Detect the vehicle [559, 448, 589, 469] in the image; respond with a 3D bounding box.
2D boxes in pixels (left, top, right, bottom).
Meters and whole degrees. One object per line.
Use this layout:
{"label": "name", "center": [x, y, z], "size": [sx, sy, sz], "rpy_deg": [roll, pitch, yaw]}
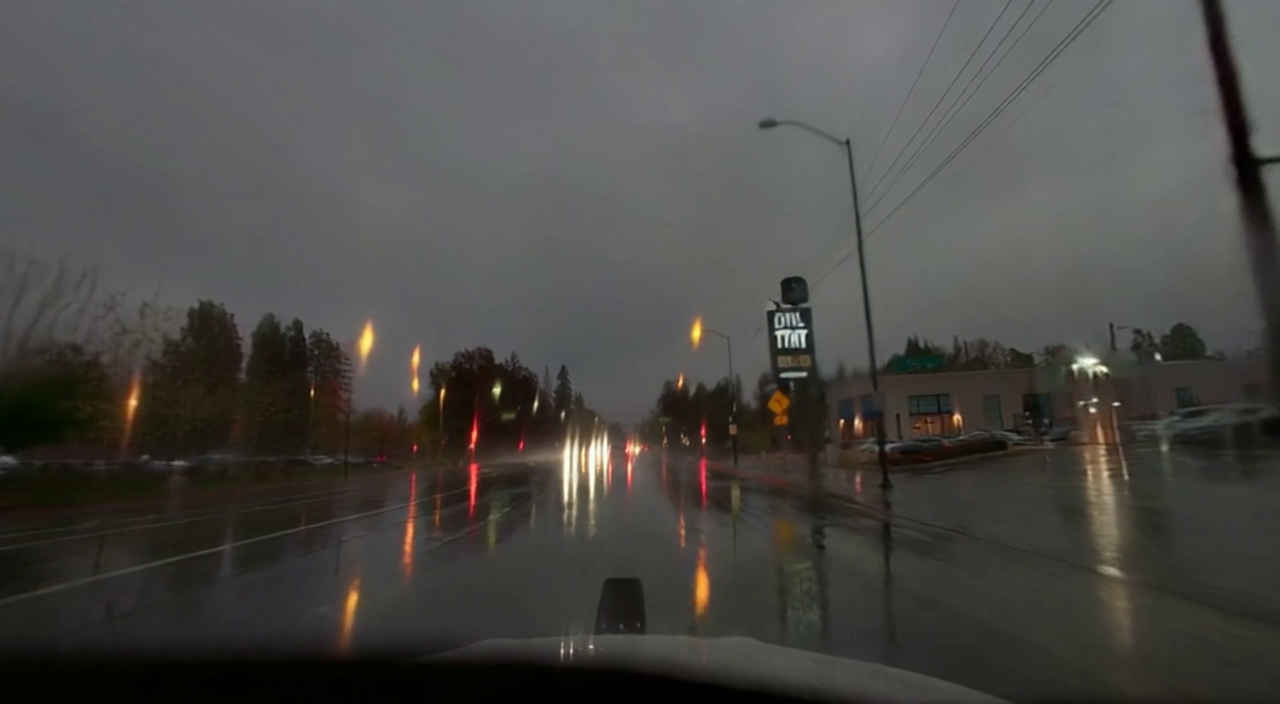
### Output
{"label": "vehicle", "center": [-5.105, 8.243, 49.120], "size": [1.889, 1.572, 3.599], "rpy_deg": [0, -8, 1]}
